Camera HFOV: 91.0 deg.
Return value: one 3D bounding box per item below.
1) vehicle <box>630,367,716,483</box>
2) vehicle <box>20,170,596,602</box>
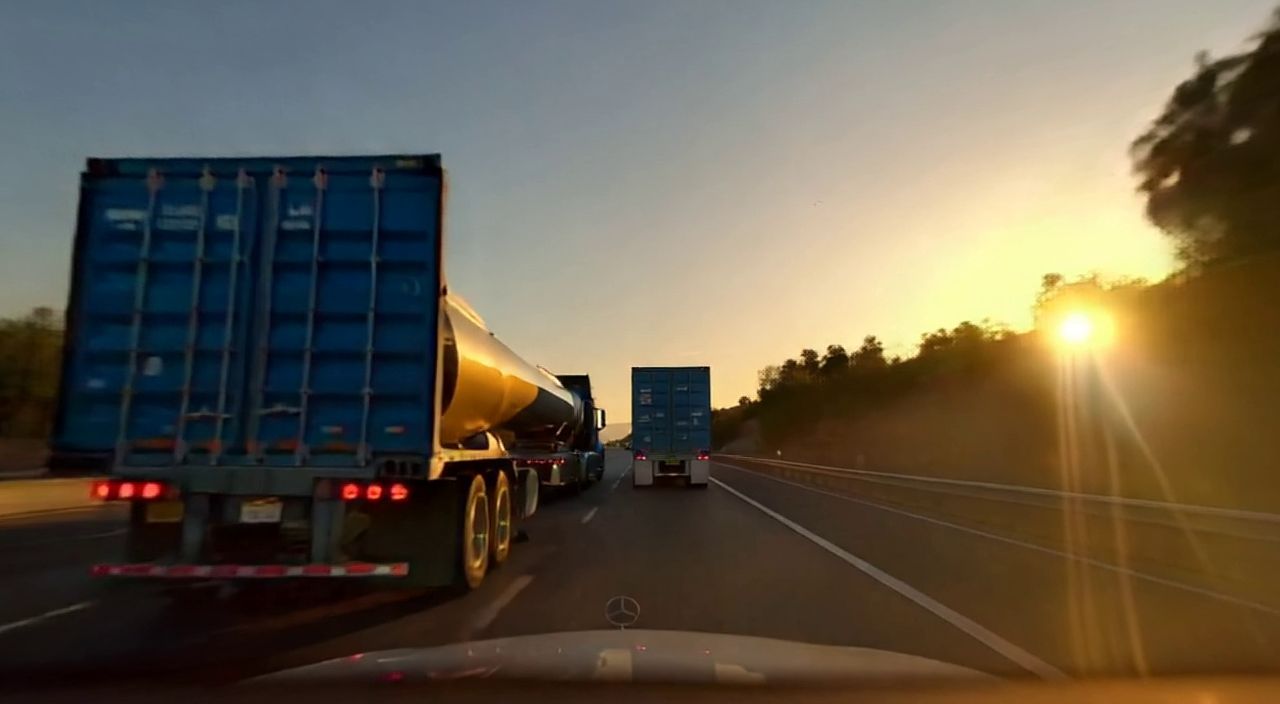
[{"bbox_3d":[1.249,3.367,27.527,2.942,4.003,11.297,0,-9,1],"label":"vehicle"},{"bbox_3d":[-3.292,1.494,13.805,3.267,3.655,17.154,0,-9,0],"label":"vehicle"}]
